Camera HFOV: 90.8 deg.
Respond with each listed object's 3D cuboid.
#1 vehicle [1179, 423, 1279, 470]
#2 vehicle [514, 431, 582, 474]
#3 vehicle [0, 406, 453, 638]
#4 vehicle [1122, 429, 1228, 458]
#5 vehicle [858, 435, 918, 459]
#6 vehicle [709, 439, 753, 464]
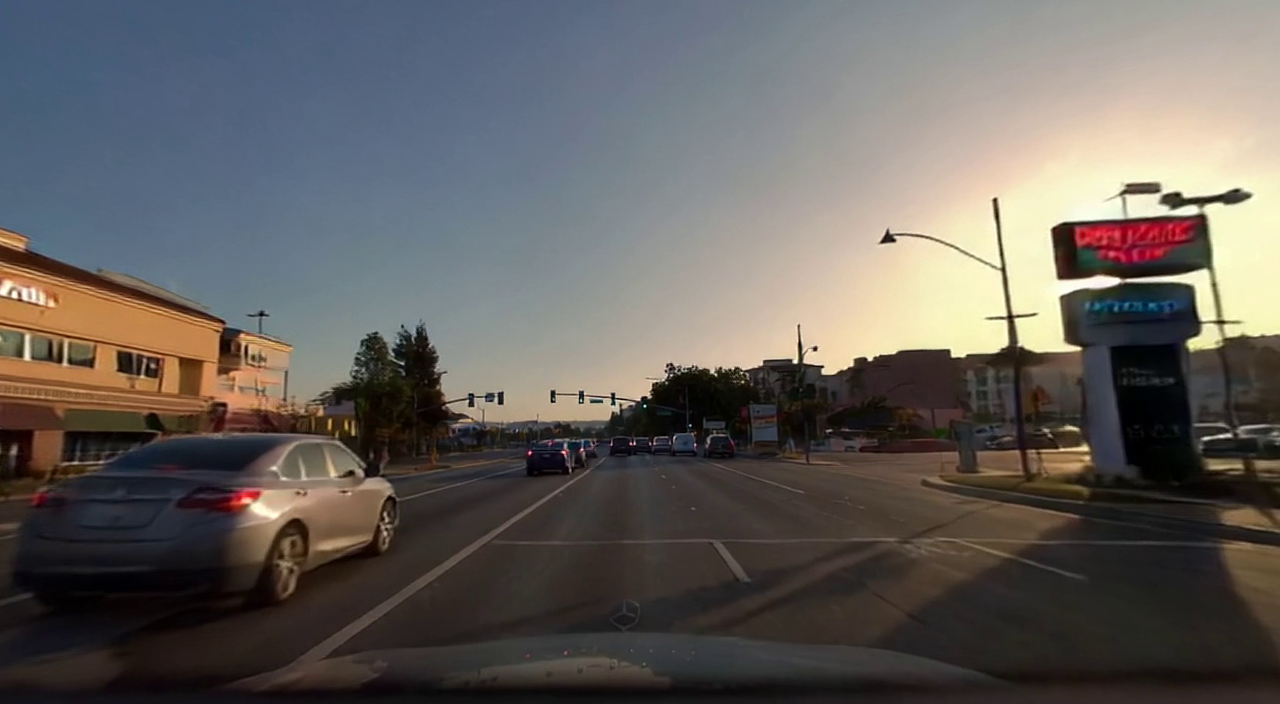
[{"bbox_3d":[23.769,3.535,23.730,4.824,1.693,1.984,-4,-9,21],"label":"vehicle"},{"bbox_3d":[-3.767,4.214,26.572,2.143,1.643,4.336,0,-8,1],"label":"vehicle"},{"bbox_3d":[-3.685,1.453,6.479,2.097,1.497,4.571,0,-8,1],"label":"vehicle"},{"bbox_3d":[30.550,5.245,36.239,4.181,1.491,1.706,-5,-10,23],"label":"vehicle"},{"bbox_3d":[16.060,6.173,41.198,1.819,1.457,4.680,0,-8,-3],"label":"vehicle"},{"bbox_3d":[5.578,6.161,39.263,2.017,1.453,4.497,0,-8,-1],"label":"vehicle"}]
